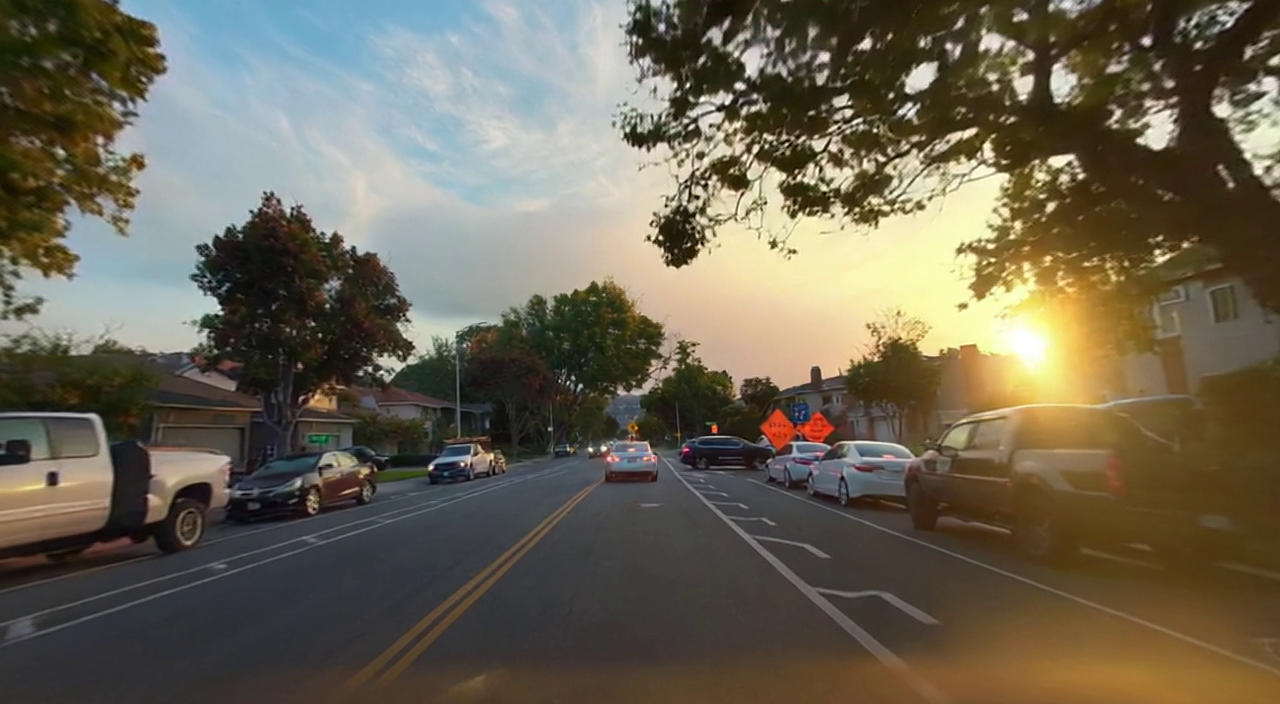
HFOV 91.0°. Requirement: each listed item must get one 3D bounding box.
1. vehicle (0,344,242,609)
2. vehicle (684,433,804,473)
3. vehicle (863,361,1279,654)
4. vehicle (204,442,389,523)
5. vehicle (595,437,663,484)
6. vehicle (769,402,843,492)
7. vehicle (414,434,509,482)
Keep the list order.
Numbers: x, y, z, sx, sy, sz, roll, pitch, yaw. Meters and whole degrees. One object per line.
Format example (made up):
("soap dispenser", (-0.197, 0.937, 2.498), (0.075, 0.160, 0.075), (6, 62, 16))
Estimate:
("vehicle", (-7.618, 1.450, 7.676), (2.526, 2.631, 4.228), (0, -8, 2))
("vehicle", (5.192, 5.005, 31.443), (5.503, 1.853, 2.218), (-3, -9, 21))
("vehicle", (4.818, 1.461, 7.228), (2.279, 1.946, 5.925), (0, -8, -1))
("vehicle", (-8.062, 3.056, 15.389), (2.036, 1.676, 4.440), (0, -8, -1))
("vehicle", (-0.317, 3.767, 22.130), (2.151, 1.481, 4.084), (0, -8, 1))
("vehicle", (5.200, 3.007, 20.008), (1.409, 2.648, 2.645), (0, -9, -4))
("vehicle", (-8.222, 4.960, 29.789), (2.659, 2.047, 6.014), (0, -8, 0))
